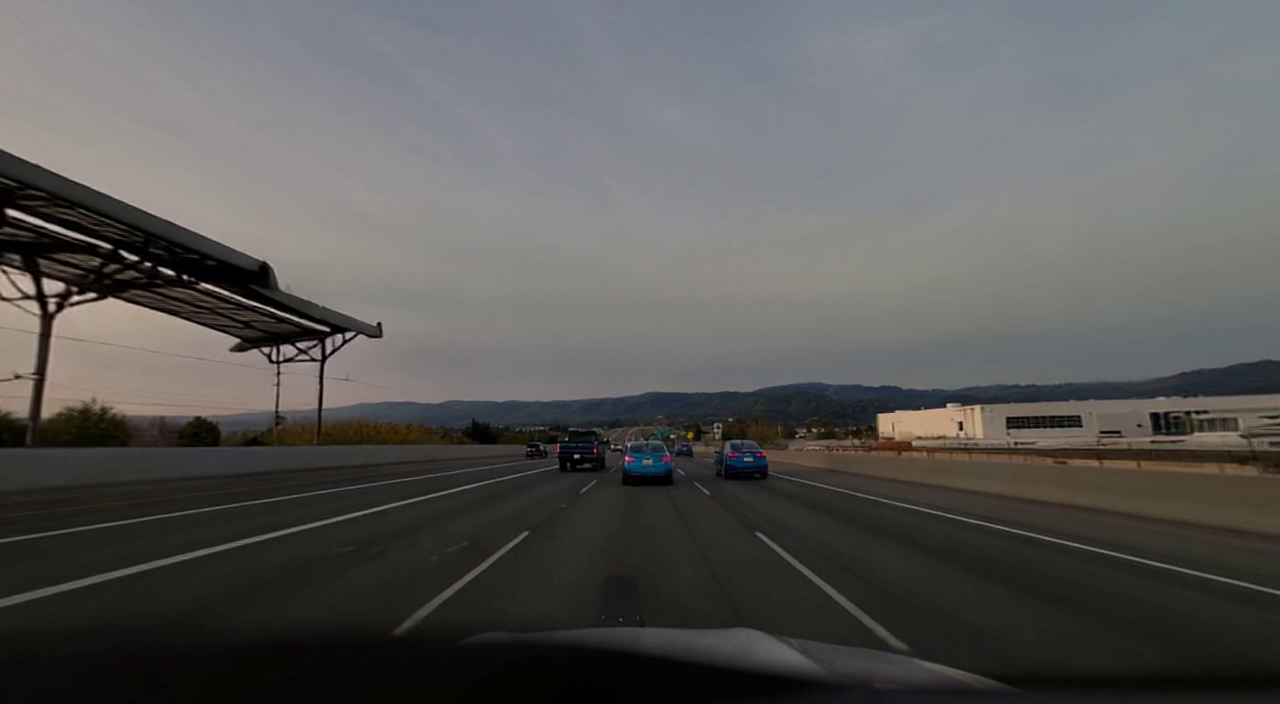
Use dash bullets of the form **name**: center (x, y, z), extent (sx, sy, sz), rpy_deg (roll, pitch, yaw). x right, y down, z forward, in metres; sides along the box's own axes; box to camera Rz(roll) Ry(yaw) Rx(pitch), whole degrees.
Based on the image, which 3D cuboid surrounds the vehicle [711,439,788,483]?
- **vehicle**: center (4.015, 4.080, 23.929), extent (2.023, 1.510, 4.773), rpy_deg (0, -8, -1)

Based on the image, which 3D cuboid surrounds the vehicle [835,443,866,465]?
- **vehicle**: center (16.389, 7.946, 49.221), extent (1.778, 1.564, 3.906), rpy_deg (-1, -9, 11)

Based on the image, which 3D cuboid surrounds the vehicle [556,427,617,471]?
- **vehicle**: center (-2.830, 5.441, 35.480), extent (2.733, 2.230, 6.820), rpy_deg (0, -8, 1)

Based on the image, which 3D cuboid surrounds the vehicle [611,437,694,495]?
- **vehicle**: center (0.313, 3.293, 18.534), extent (2.171, 1.493, 4.081), rpy_deg (0, -8, 0)
